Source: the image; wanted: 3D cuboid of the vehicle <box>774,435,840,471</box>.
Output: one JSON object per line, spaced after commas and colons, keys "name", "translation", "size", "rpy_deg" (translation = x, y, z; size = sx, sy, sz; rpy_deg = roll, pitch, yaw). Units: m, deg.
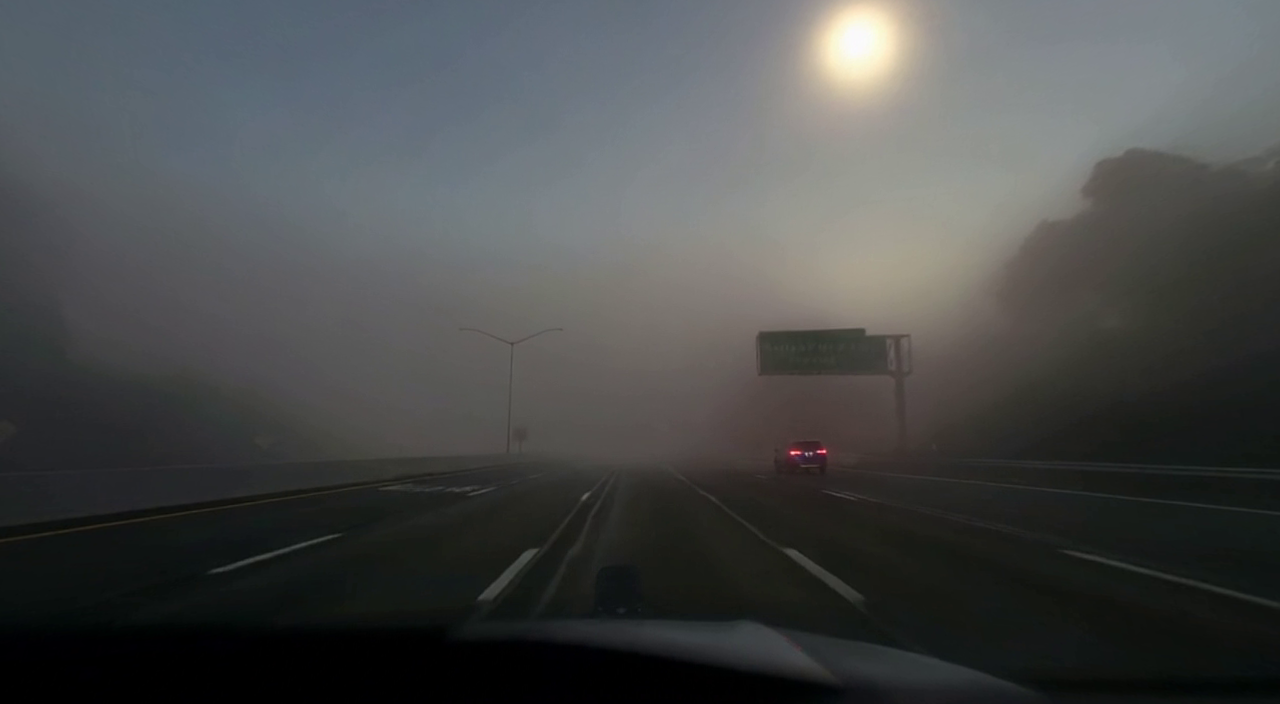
{"name": "vehicle", "translation": [8.653, 5.283, 33.029], "size": [2.091, 1.711, 4.383], "rpy_deg": [0, -9, -3]}
